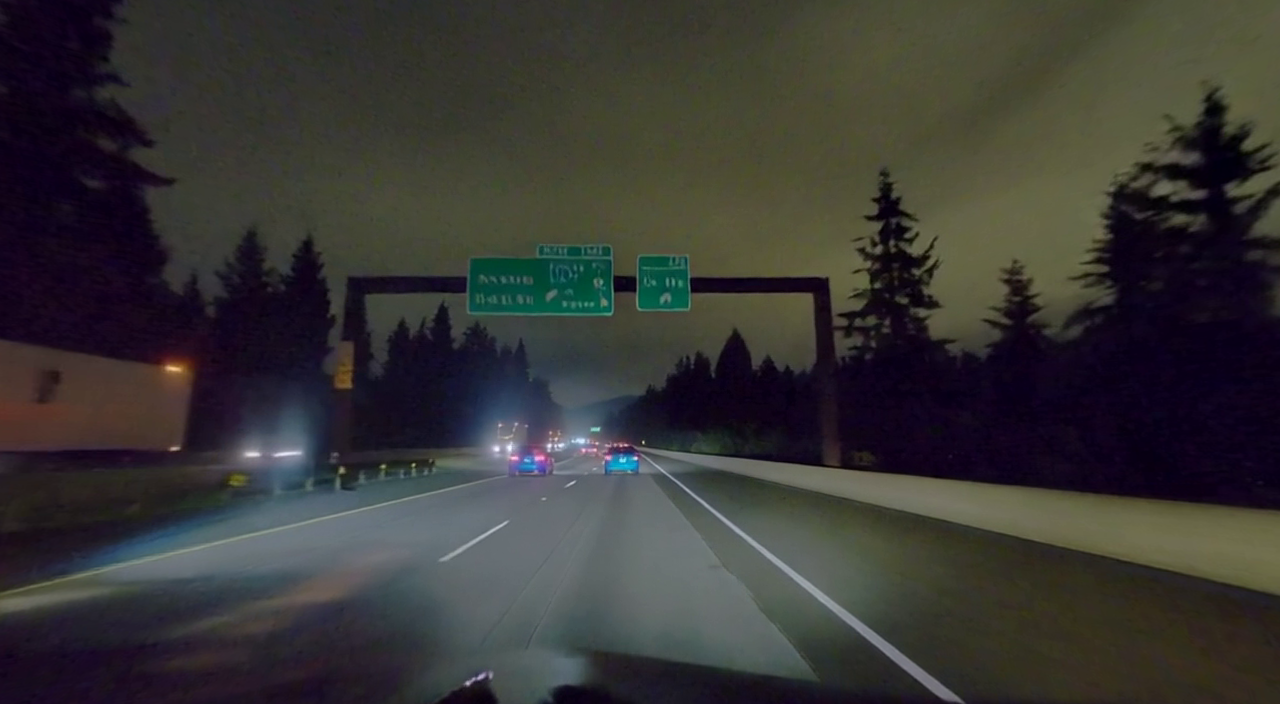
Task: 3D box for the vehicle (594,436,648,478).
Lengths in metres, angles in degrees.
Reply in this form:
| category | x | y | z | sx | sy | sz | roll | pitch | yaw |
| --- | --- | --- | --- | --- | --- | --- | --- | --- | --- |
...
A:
| category | x | y | z | sx | sy | sz | roll | pitch | yaw |
| --- | --- | --- | --- | --- | --- | --- | --- | --- | --- |
| vehicle | -0.848 | 4.715 | 28.223 | 2.220 | 1.711 | 4.056 | 0 | -9 | -1 |

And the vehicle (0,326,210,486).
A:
| category | x | y | z | sx | sy | sz | roll | pitch | yaw |
| --- | --- | --- | --- | --- | --- | --- | --- | --- | --- |
| vehicle | -17.830 | 1.504 | 16.750 | 2.895 | 4.041 | 14.097 | 0 | -9 | -1 |

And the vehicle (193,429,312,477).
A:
| category | x | y | z | sx | sy | sz | roll | pitch | yaw |
| --- | --- | --- | --- | --- | --- | --- | --- | --- | --- |
| vehicle | -14.104 | 3.710 | 23.117 | 1.866 | 1.584 | 3.939 | -1 | -9 | -1 |

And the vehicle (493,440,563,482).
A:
| category | x | y | z | sx | sy | sz | roll | pitch | yaw |
| --- | --- | --- | --- | --- | --- | --- | --- | --- | --- |
| vehicle | -4.647 | 4.597 | 26.655 | 2.103 | 1.588 | 4.709 | -1 | -9 | 0 |
